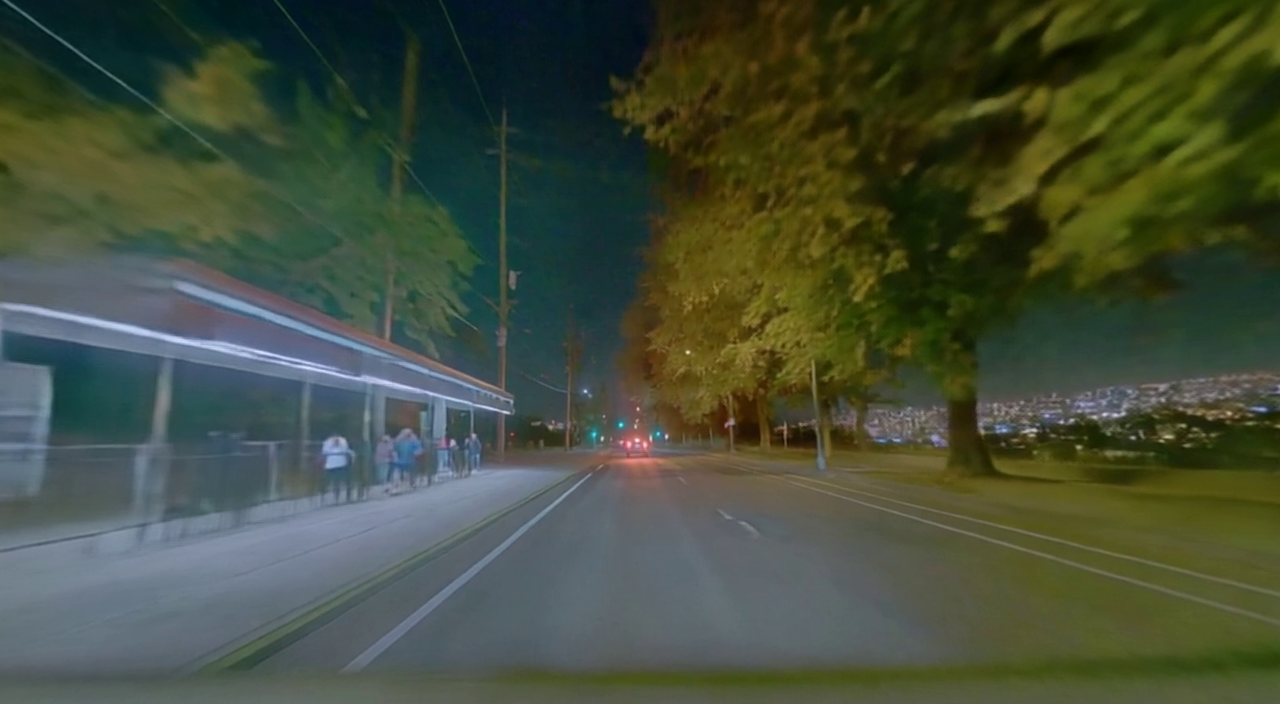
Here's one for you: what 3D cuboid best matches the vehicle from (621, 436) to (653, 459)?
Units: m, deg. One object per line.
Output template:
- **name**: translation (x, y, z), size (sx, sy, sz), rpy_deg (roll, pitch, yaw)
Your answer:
- **vehicle**: translation (-0.234, 6.482, 42.981), size (2.109, 1.501, 4.042), rpy_deg (0, -8, -1)
